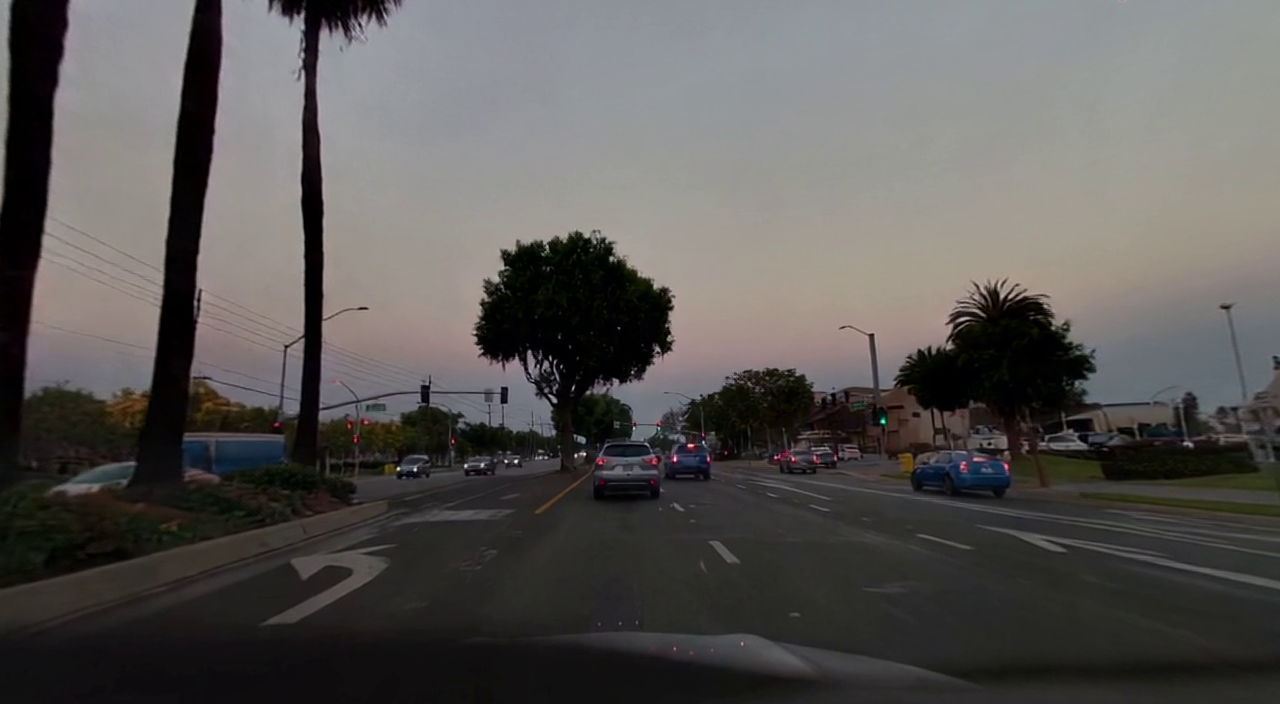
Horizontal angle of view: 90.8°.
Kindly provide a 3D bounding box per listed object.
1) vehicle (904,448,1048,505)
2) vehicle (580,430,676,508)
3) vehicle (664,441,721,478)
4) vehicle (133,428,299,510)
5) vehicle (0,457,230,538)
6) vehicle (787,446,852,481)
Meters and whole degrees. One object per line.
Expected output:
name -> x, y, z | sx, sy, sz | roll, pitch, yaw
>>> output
vehicle -> 9.911, 3.675, 19.089 | 1.967, 1.485, 4.267 | 0, -9, 0
vehicle -> -0.343, 3.275, 18.177 | 2.402, 1.938, 4.535 | 0, -9, -1
vehicle -> 3.036, 6.430, 38.193 | 2.773, 2.021, 6.212 | 0, -9, -1
vehicle -> -19.076, 5.261, 29.151 | 2.901, 3.039, 7.160 | -4, -8, -2
vehicle -> -11.816, 3.208, 14.537 | 1.965, 1.475, 4.209 | 0, -9, -1
vehicle -> 9.758, 6.088, 34.761 | 2.155, 1.779, 4.582 | 0, -9, -1
